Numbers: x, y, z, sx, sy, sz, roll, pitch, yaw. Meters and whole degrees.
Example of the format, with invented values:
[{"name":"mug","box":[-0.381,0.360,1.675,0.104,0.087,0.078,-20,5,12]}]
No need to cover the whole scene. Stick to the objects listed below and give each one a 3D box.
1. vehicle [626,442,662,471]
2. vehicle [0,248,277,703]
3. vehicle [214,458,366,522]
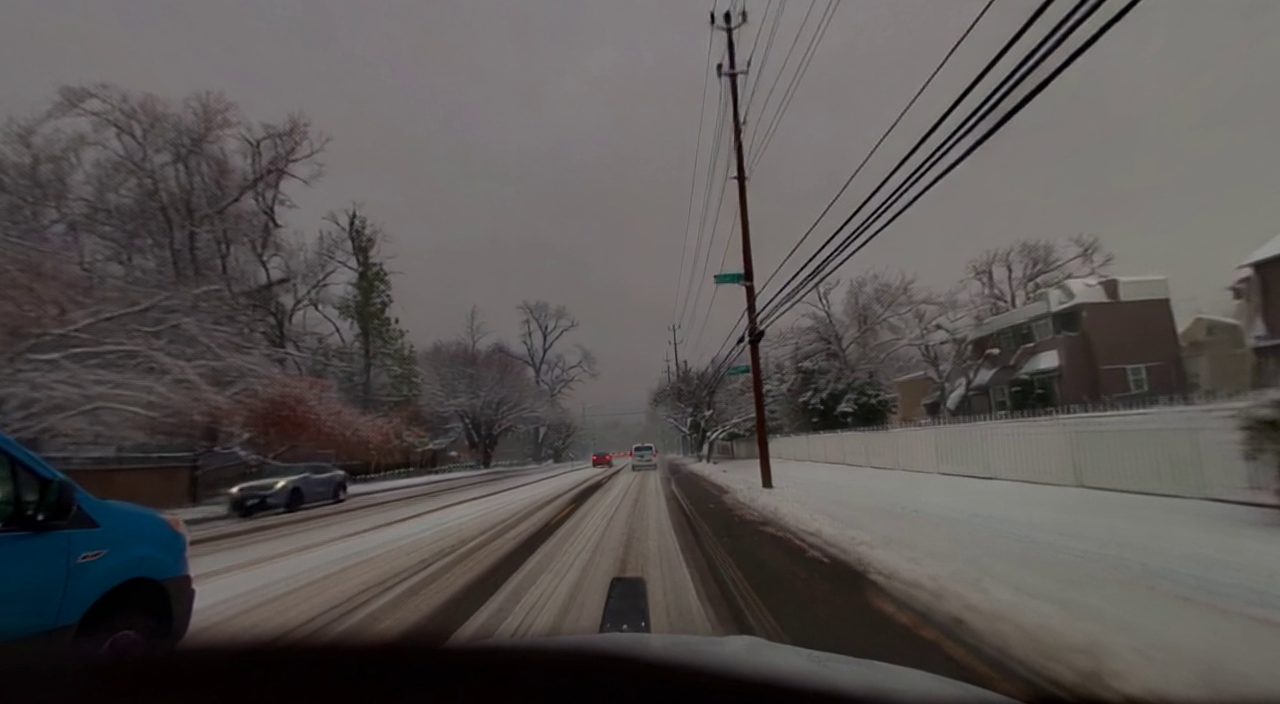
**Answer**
[{"name":"vehicle","box":[0.282,6.560,39.580,2.120,1.718,3.909,0,-9,1]},{"name":"vehicle","box":[-3.585,0.502,1.091,2.336,2.152,5.866,0,-9,1]},{"name":"vehicle","box":[-10.169,3.993,18.784,2.005,1.471,4.330,-4,-9,1]}]
